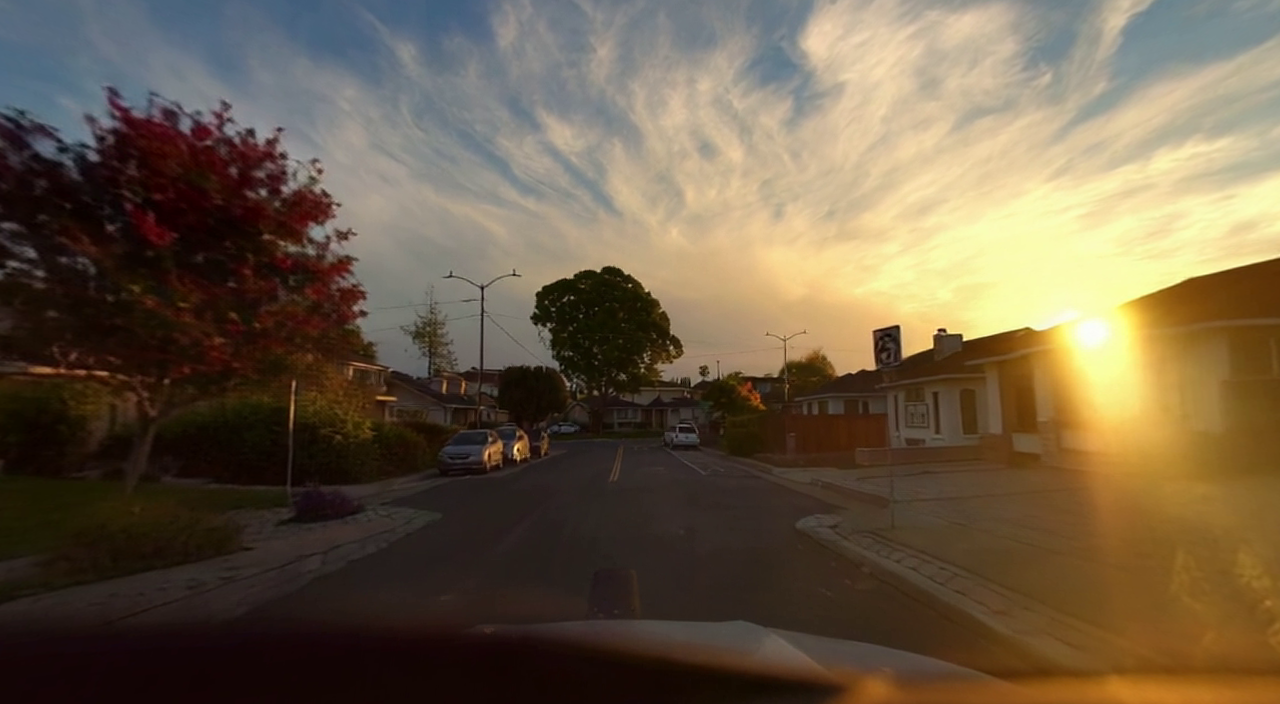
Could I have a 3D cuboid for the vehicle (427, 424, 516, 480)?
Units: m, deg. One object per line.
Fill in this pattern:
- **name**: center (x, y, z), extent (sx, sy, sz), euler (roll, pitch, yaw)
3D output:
- **vehicle**: center (-5.838, 3.504, 22.417), extent (2.147, 1.780, 4.165), euler (0, -8, -2)
